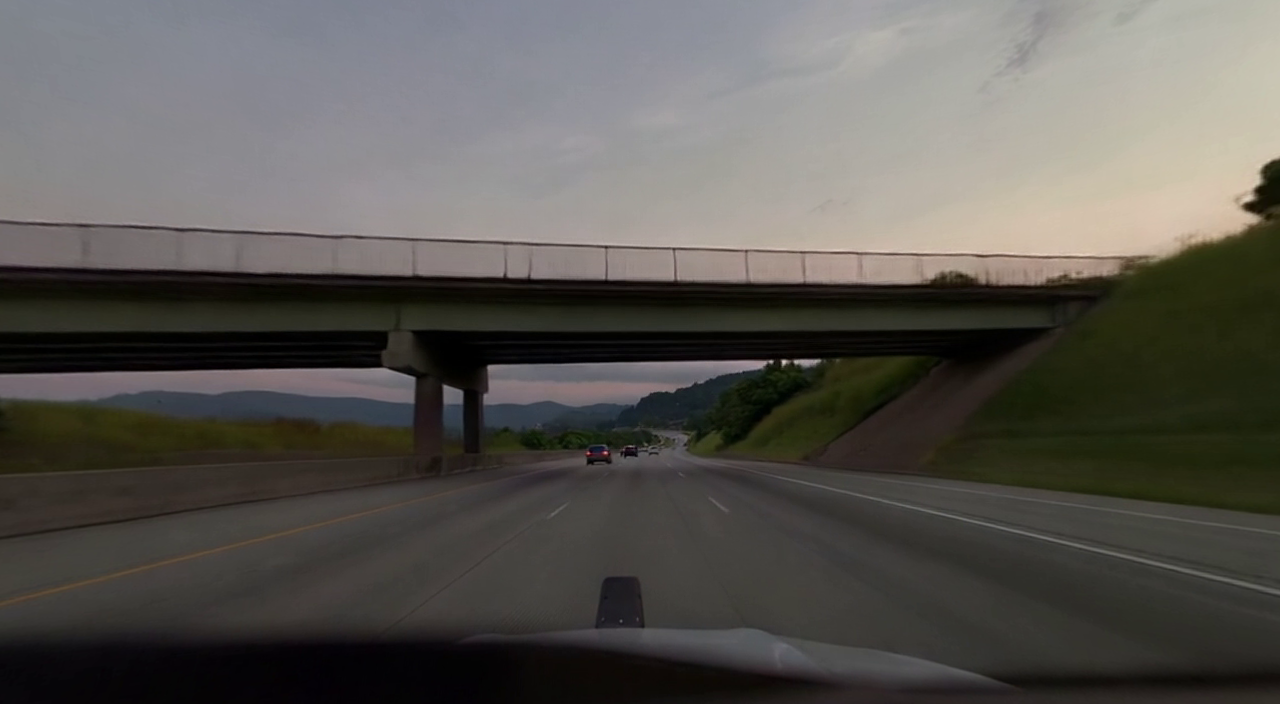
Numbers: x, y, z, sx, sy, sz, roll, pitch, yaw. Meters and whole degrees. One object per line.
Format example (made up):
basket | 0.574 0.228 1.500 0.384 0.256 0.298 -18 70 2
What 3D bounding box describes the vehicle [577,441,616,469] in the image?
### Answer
vehicle | -2.912 7.004 42.988 2.181 1.730 4.517 -1 -9 2
